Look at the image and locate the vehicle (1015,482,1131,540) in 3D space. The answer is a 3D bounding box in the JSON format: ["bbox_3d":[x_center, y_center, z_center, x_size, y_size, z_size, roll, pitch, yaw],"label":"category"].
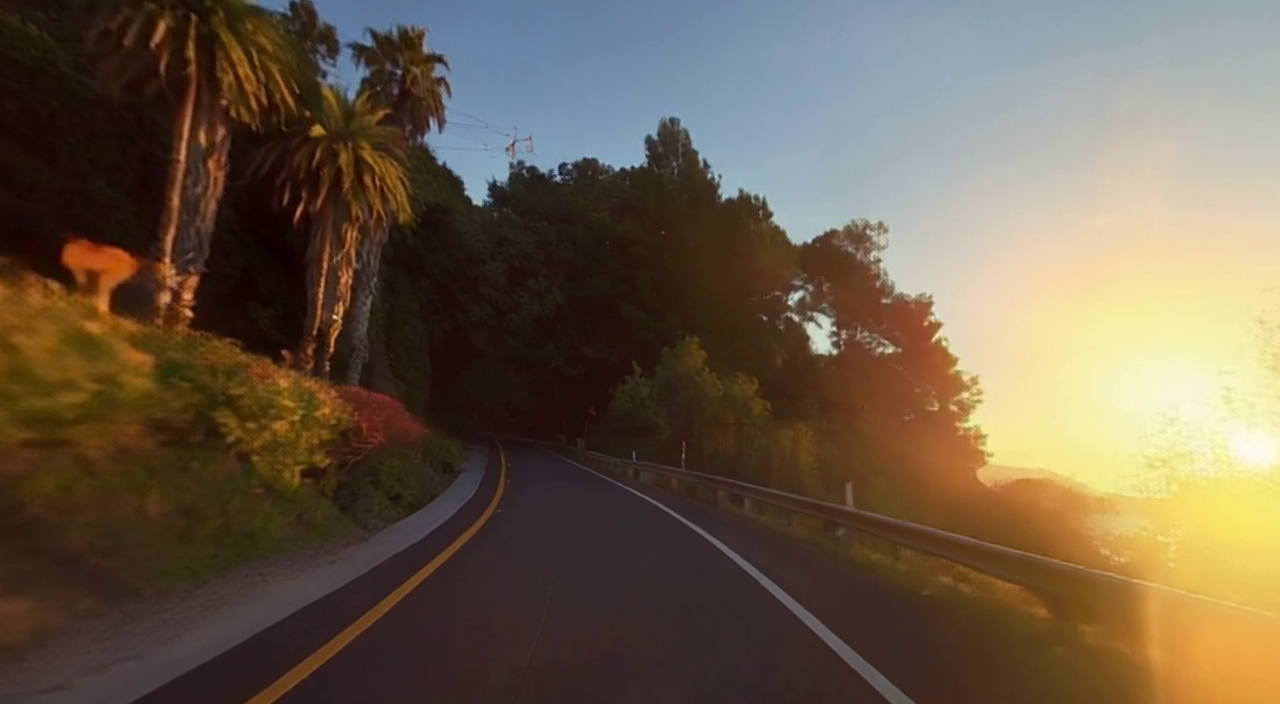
[{"bbox_3d":[16.325,5.957,24.122,1.856,1.740,4.503,-3,-9,11],"label":"vehicle"}]
